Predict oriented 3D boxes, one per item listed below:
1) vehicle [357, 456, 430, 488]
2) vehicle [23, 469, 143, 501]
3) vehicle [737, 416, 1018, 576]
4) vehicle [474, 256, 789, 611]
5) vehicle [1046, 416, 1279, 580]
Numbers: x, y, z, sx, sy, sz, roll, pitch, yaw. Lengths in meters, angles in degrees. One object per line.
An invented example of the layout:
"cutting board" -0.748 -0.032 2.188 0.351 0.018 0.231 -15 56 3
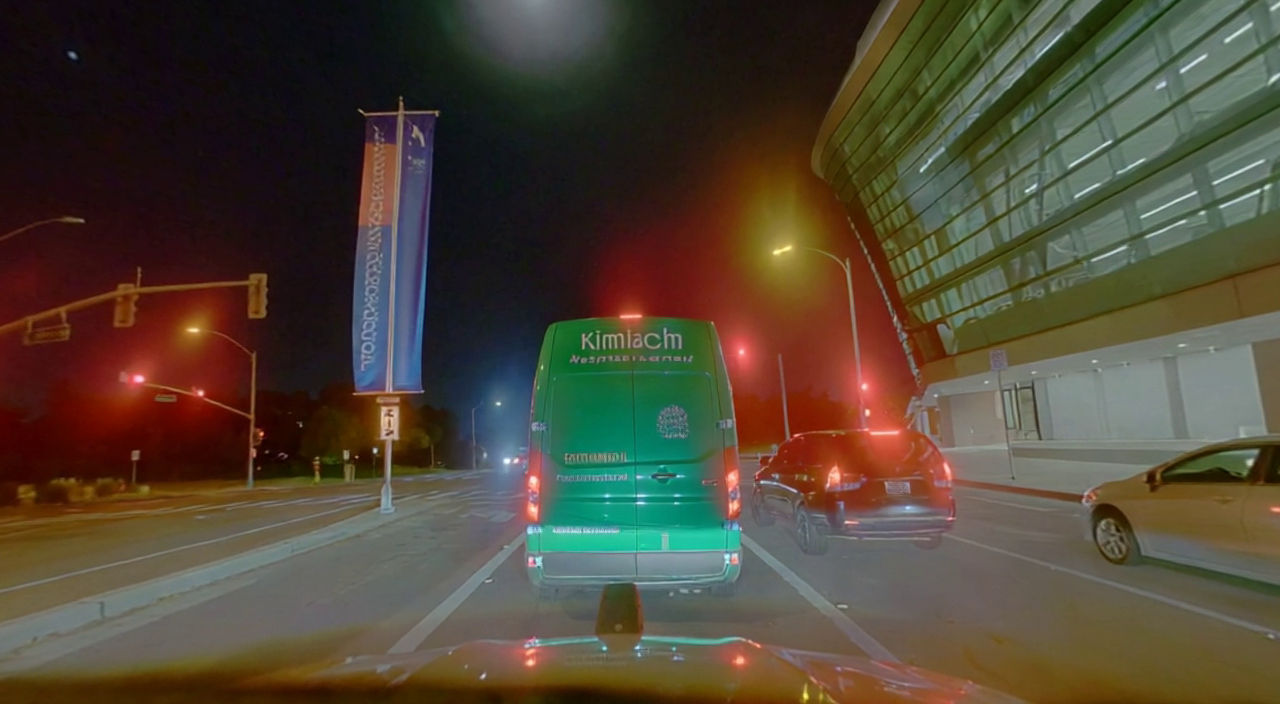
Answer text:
"vehicle" -15.701 7.626 40.474 1.997 1.806 4.630 -2 -9 14
"vehicle" -31.103 7.434 35.398 4.806 1.652 1.869 0 -8 -2
"vehicle" 2.879 1.865 9.043 2.183 1.676 4.506 0 -8 -1
"vehicle" -0.023 1.182 9.085 2.613 3.035 7.342 0 -8 1
"vehicle" 7.510 1.577 7.021 1.963 1.669 4.678 3 -9 -20
